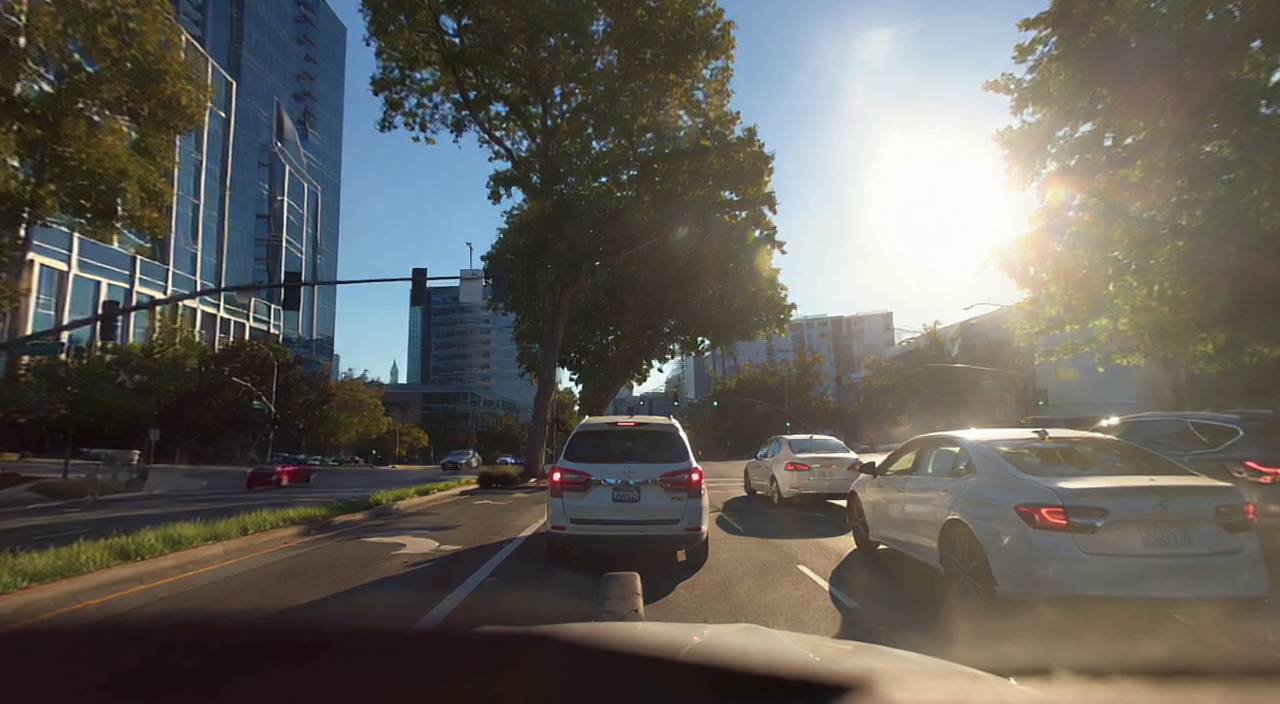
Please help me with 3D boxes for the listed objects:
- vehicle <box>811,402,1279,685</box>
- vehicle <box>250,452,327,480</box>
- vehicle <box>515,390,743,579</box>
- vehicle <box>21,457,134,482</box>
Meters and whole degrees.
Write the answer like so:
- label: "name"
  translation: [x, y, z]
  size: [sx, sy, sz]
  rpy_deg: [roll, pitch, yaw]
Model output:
- label: "vehicle"
  translation: [3.357, 1.420, 5.975]
  size: [2.034, 1.558, 4.774]
  rpy_deg: [0, -9, -1]
- label: "vehicle"
  translation: [-20.765, 6.731, 37.592]
  size: [1.899, 1.469, 4.668]
  rpy_deg: [0, -9, 0]
- label: "vehicle"
  translation: [-0.219, 1.617, 8.435]
  size: [2.236, 1.827, 4.316]
  rpy_deg: [1, -9, -3]
- label: "vehicle"
  translation: [-35.105, 7.341, 39.578]
  size: [4.845, 1.442, 1.880]
  rpy_deg: [2, -9, -13]
